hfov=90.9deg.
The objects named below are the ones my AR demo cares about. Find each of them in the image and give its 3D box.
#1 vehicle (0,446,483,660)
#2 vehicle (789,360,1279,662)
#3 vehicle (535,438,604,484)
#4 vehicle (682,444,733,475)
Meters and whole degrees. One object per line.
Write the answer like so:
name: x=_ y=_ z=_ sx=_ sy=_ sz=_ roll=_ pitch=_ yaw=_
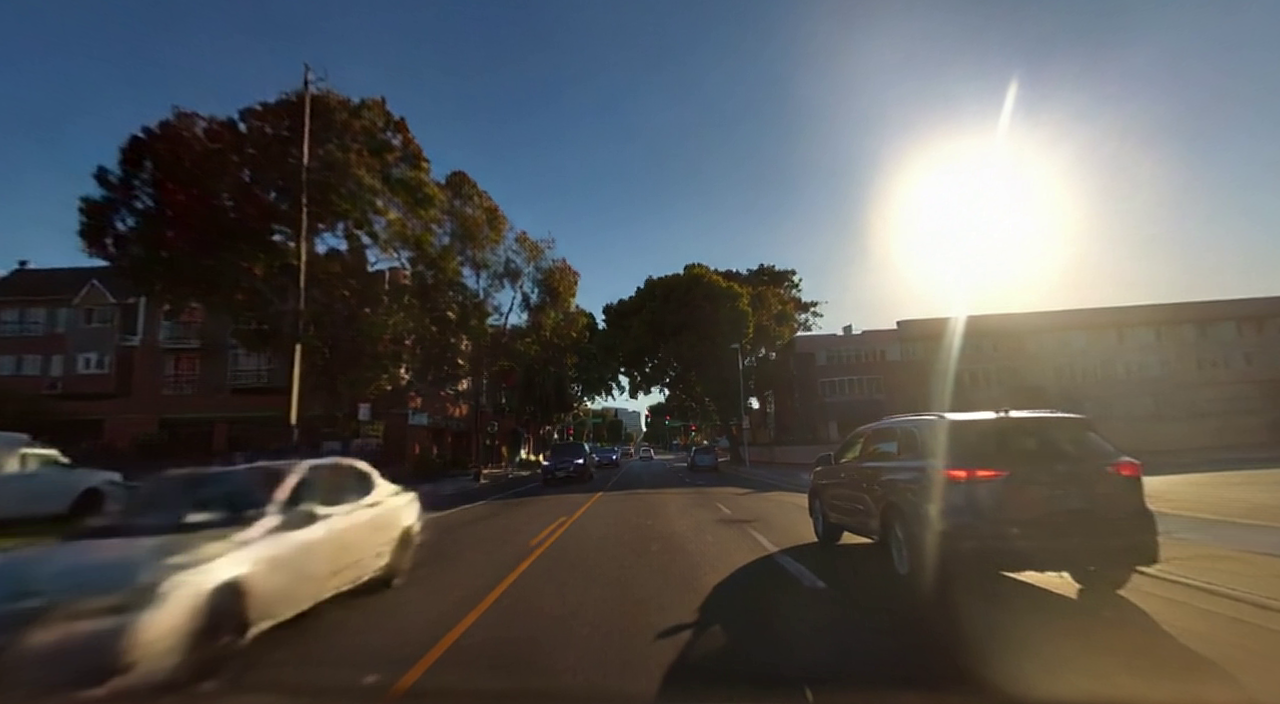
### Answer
vehicle: x=-3.316 y=1.711 z=6.540 sx=2.133 sy=1.439 sz=4.280 roll=0 pitch=-9 yaw=2
vehicle: x=3.305 y=1.364 z=6.540 sx=2.251 sy=1.861 sz=5.144 roll=0 pitch=-9 yaw=0
vehicle: x=-3.136 y=5.079 z=29.707 sx=2.304 sy=1.886 sz=6.516 roll=0 pitch=-9 yaw=2
vehicle: x=3.449 y=5.622 z=33.167 sx=2.072 sy=1.471 sz=4.834 roll=0 pitch=-9 yaw=-1
